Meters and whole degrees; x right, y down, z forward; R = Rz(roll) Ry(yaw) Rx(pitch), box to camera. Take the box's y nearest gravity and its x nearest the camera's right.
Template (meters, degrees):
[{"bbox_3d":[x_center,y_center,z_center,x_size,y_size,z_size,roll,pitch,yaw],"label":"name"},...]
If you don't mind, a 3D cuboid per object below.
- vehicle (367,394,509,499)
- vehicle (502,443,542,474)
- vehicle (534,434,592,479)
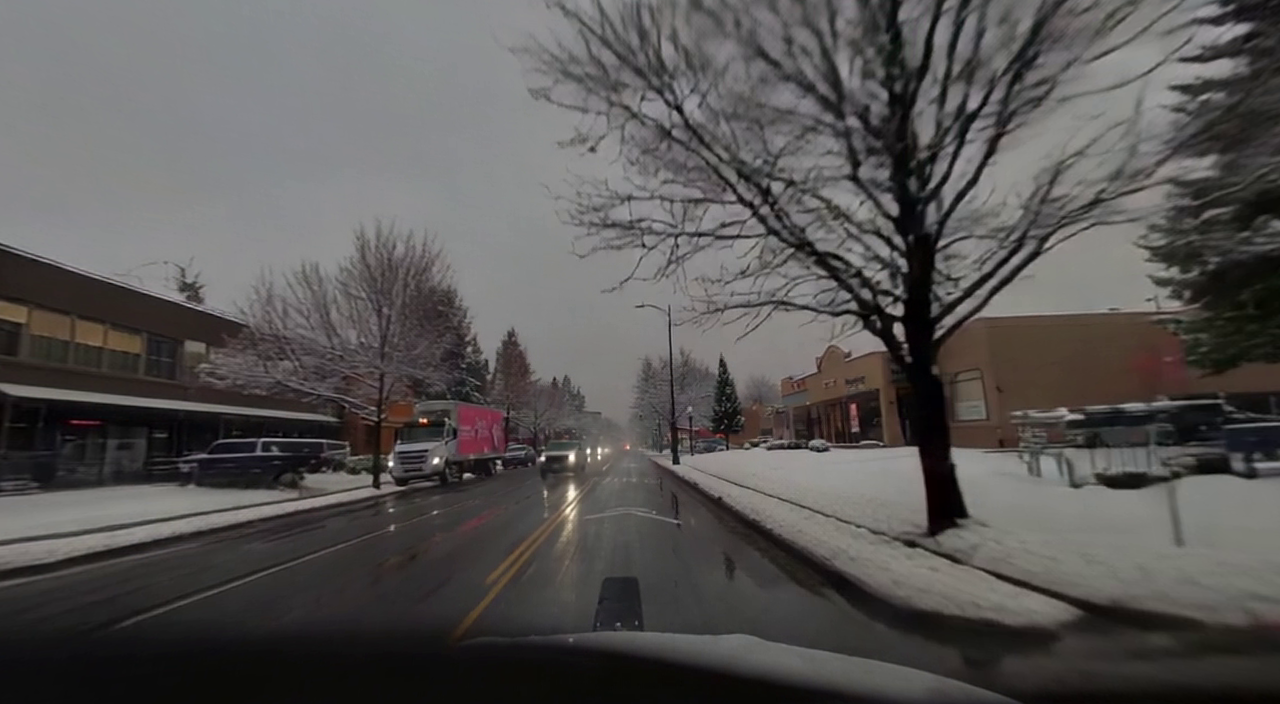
[{"bbox_3d":[-9.113,4.291,30.389,2.986,3.768,11.697,-6,-6,-1],"label":"vehicle"},{"bbox_3d":[-7.936,7.155,42.732,1.950,1.743,4.312,-2,-6,-1],"label":"vehicle"},{"bbox_3d":[-3.399,4.700,28.578,2.118,1.864,4.640,0,-8,-1],"label":"vehicle"}]
